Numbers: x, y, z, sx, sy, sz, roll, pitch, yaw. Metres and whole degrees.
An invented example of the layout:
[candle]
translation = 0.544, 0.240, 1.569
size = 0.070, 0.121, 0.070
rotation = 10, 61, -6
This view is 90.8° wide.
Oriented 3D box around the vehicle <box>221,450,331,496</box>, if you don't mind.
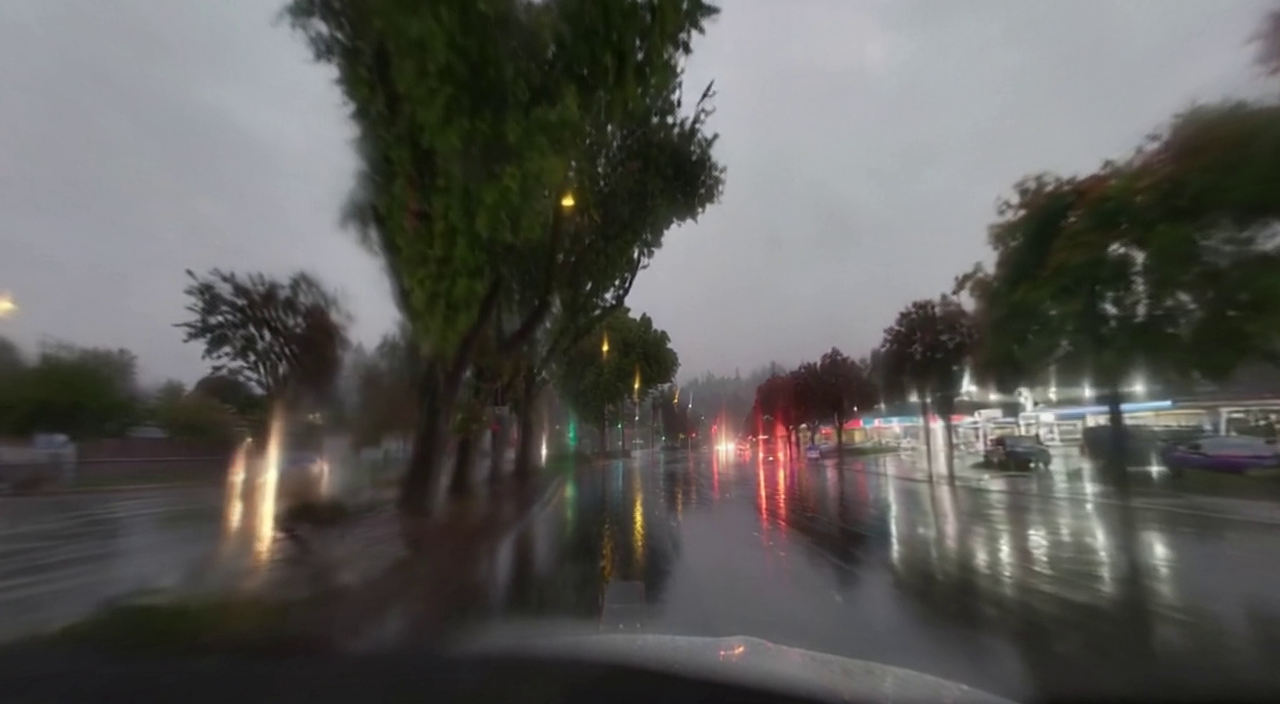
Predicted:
[vehicle]
translation = -16.580, 5.493, 29.130
size = 2.191, 1.879, 4.675
rotation = 0, -9, 2
